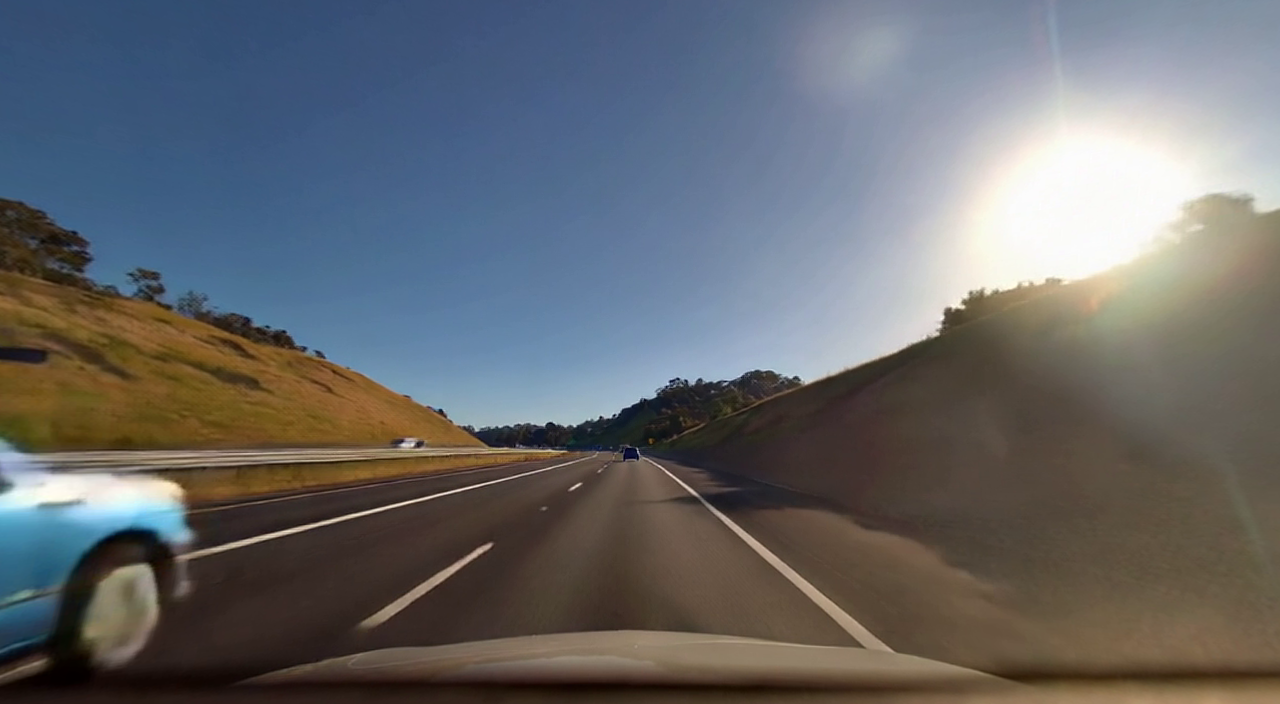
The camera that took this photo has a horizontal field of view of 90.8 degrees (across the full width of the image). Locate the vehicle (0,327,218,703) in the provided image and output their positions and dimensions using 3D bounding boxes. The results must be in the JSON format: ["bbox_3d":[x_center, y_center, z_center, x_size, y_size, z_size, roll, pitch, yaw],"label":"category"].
[{"bbox_3d":[-3.754,0.642,1.585,1.942,1.828,4.868,0,-9,1],"label":"vehicle"}]
